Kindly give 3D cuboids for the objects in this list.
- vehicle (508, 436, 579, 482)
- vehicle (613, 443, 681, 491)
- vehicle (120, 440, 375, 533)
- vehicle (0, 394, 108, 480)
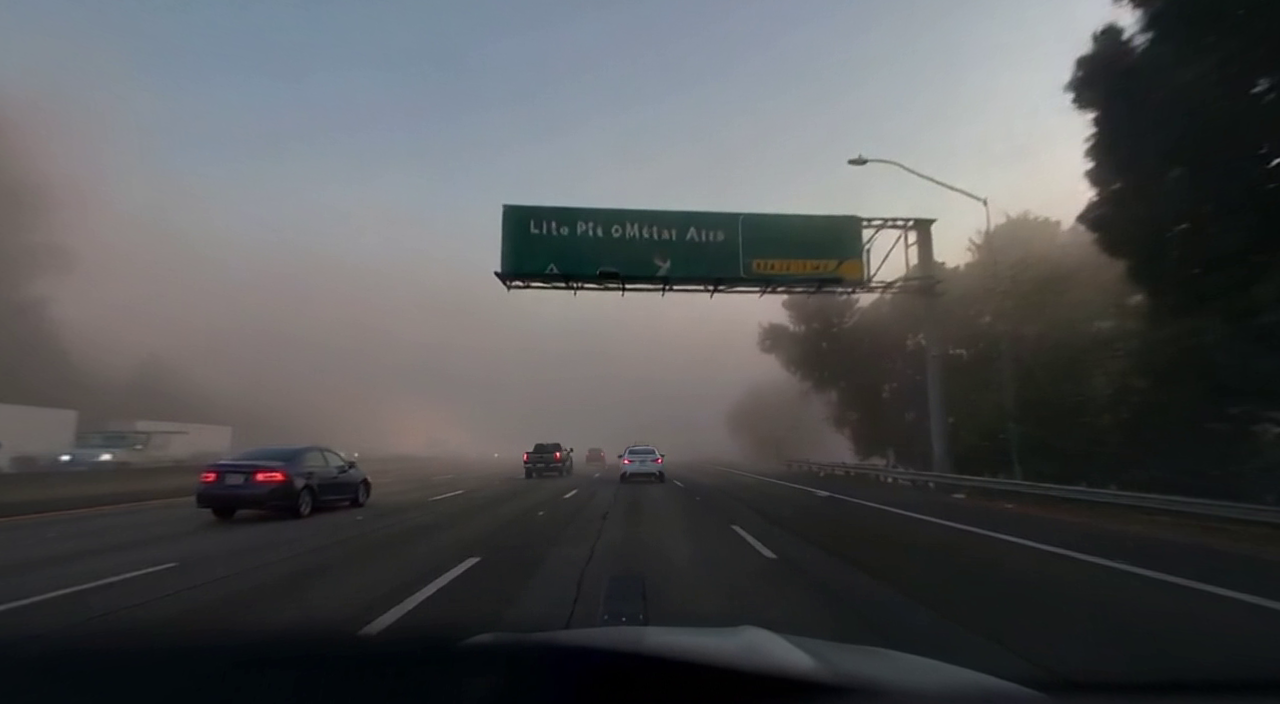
[{"bbox_3d":[-3.982,4.529,26.937,2.289,1.777,4.534,0,-8,0],"label":"vehicle"},{"bbox_3d":[0.171,3.856,21.574,2.082,1.482,4.126,0,-8,-1],"label":"vehicle"},{"bbox_3d":[-7.235,2.491,12.412,1.974,1.464,4.733,0,-8,0],"label":"vehicle"},{"bbox_3d":[-31.890,4.023,29.819,2.841,4.066,12.931,1,-8,-4],"label":"vehicle"}]
